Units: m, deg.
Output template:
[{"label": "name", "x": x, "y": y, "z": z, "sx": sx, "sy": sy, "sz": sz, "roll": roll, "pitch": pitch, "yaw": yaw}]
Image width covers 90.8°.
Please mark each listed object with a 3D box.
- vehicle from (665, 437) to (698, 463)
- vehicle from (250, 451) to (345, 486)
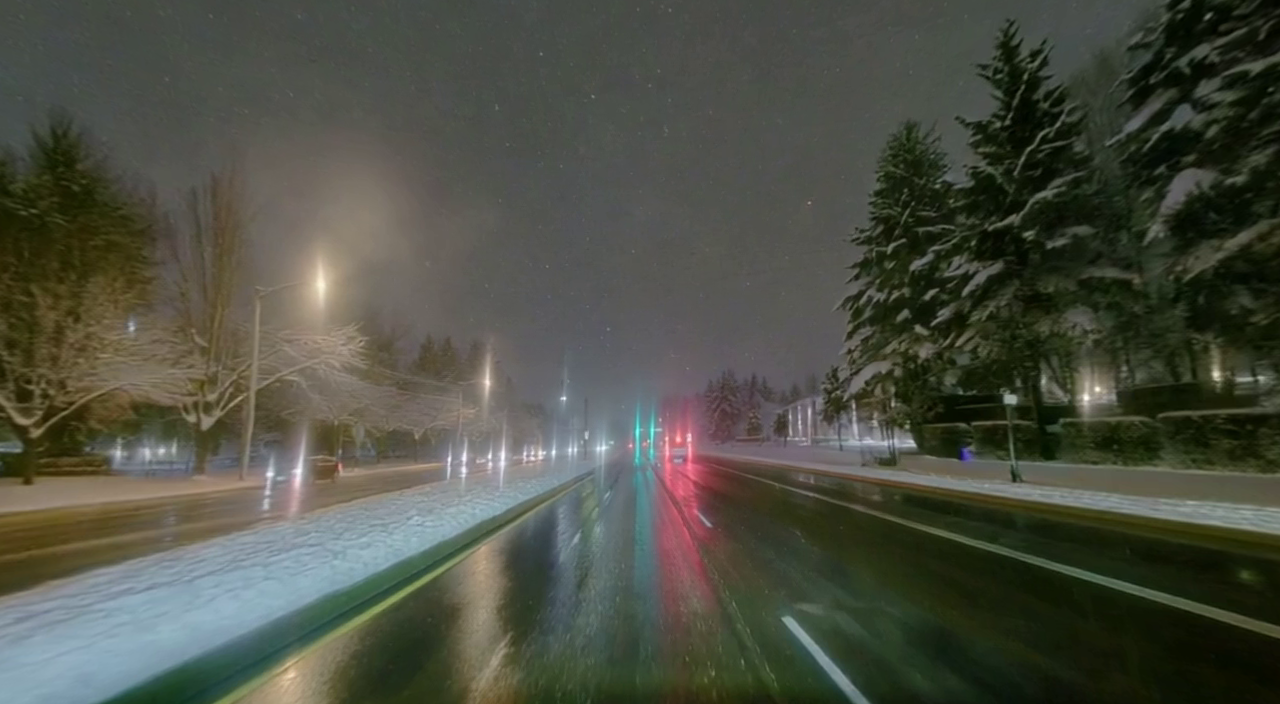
[{"label": "vehicle", "x": 3.020, "y": 7.273, "z": 47.014, "sx": 2.085, "sy": 1.828, "sz": 5.383, "roll": 0, "pitch": -8, "yaw": -1}, {"label": "vehicle", "x": -17.072, "y": 5.807, "z": 31.801, "sx": 1.973, "sy": 1.536, "sz": 4.871, "roll": 0, "pitch": -8, "yaw": 1}]
